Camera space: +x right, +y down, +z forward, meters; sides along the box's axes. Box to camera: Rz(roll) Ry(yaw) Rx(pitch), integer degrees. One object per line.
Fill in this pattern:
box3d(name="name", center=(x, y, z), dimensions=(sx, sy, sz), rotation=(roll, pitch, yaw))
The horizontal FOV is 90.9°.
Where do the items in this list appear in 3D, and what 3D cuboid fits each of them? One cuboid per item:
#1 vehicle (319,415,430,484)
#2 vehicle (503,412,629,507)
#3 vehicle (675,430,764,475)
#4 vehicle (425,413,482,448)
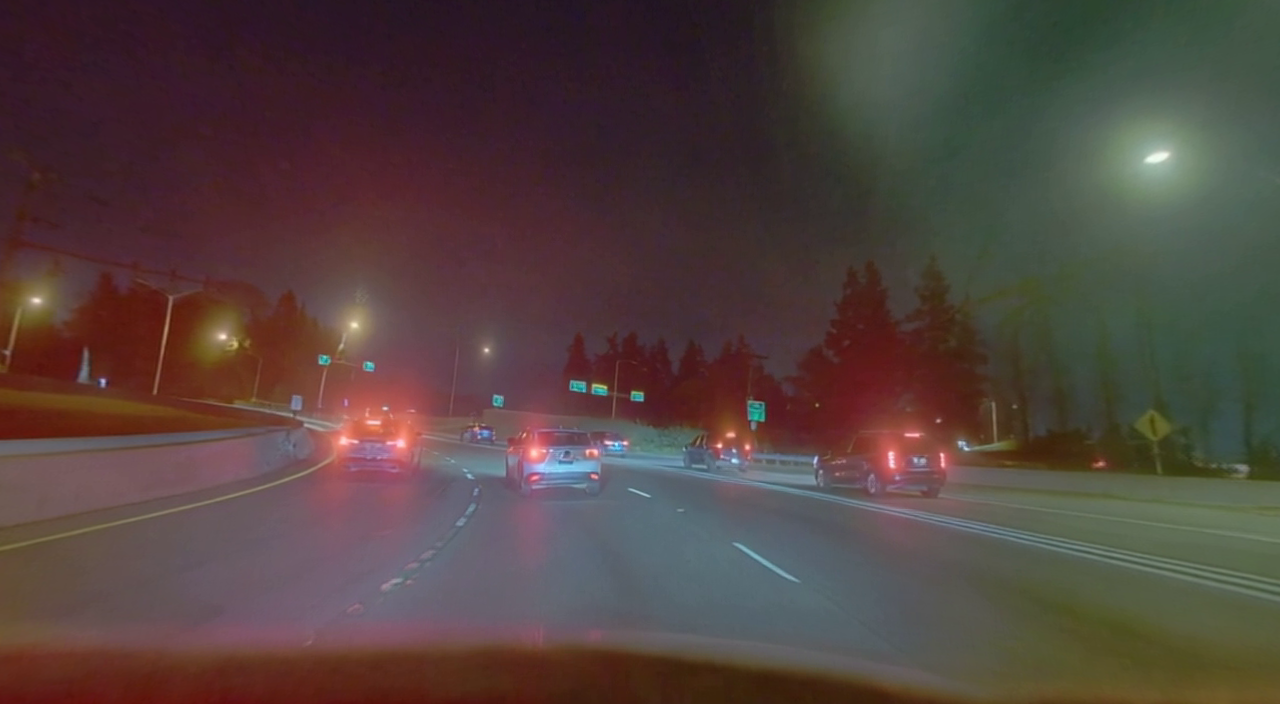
box3d(name="vehicle", center=(-6.618, 2.501, 16.243), dimensions=(2.033, 1.501, 4.623), rotation=(2, -9, -16))
box3d(name="vehicle", center=(-1.803, 2.311, 13.917), dimensions=(2.140, 1.724, 4.304), rotation=(2, -9, -15))
box3d(name="vehicle", center=(3.419, 4.471, 28.269), dimensions=(2.079, 1.807, 4.682), rotation=(3, -9, -19))
box3d(name="vehicle", center=(-10.490, 4.459, 35.240), dimensions=(2.042, 1.817, 4.650), rotation=(5, -10, -27))
